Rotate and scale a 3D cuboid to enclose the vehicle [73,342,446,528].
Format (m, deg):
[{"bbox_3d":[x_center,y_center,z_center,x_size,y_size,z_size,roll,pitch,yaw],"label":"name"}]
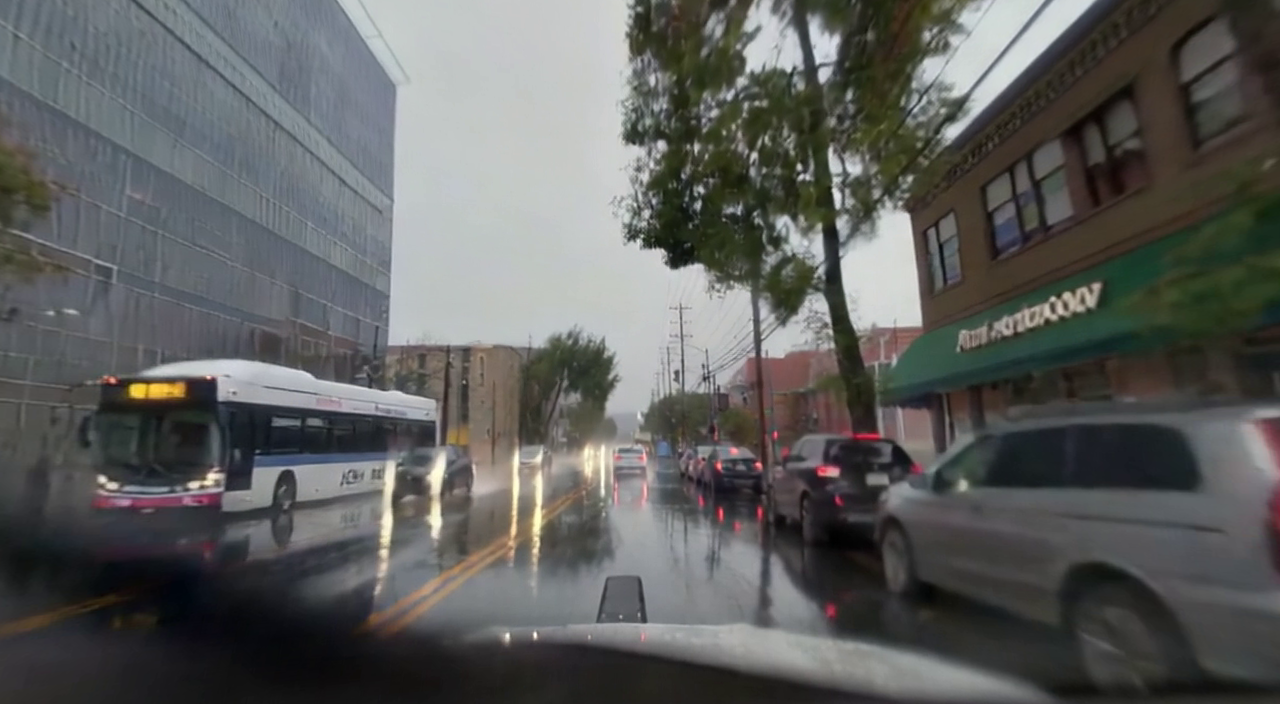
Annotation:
[{"bbox_3d":[-9.548,2.668,19.153,3.022,3.627,13.129,-2,-9,1],"label":"vehicle"}]

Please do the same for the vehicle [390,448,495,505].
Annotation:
[{"bbox_3d":[-6.084,3.845,19.994,1.954,1.581,4.197,-1,-9,0],"label":"vehicle"}]

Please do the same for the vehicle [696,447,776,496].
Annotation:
[{"bbox_3d":[3.152,4.036,21.748,2.018,1.474,4.524,0,-9,0],"label":"vehicle"}]

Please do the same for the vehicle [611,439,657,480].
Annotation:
[{"bbox_3d":[-0.276,5.306,31.404,2.127,1.893,4.194,-1,-9,1],"label":"vehicle"}]

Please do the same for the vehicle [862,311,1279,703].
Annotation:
[{"bbox_3d":[3.128,0.999,3.748,1.998,1.746,4.443,-1,-9,0],"label":"vehicle"}]

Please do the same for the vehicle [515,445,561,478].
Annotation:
[{"bbox_3d":[-5.840,6.291,36.654,2.050,1.763,4.119,0,-9,0],"label":"vehicle"}]
